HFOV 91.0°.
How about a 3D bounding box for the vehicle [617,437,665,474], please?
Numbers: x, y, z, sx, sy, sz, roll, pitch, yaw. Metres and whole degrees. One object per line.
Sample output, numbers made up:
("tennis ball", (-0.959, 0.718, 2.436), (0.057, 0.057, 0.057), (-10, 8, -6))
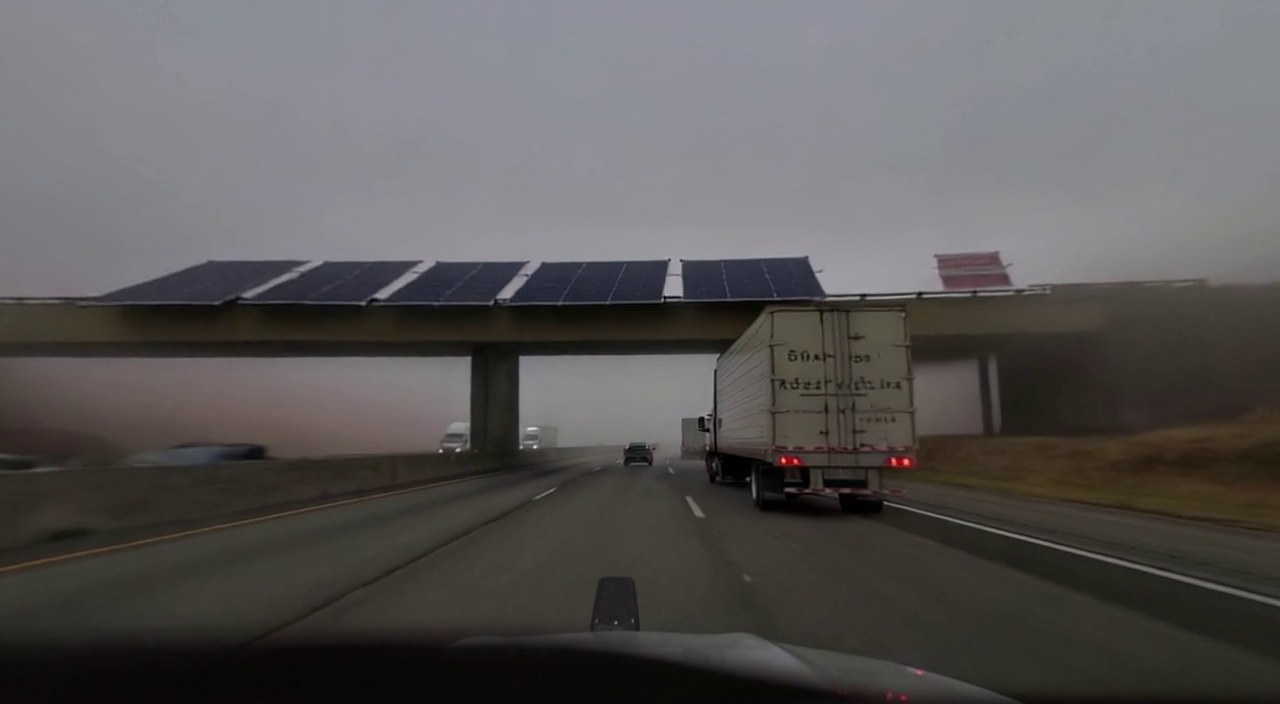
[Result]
("vehicle", (0.090, 4.800, 29.507), (2.066, 1.581, 4.268), (0, -8, 1))

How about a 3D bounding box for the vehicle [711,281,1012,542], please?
("vehicle", (3.592, 1.486, 13.770), (2.967, 3.633, 10.015), (0, -8, 0))
